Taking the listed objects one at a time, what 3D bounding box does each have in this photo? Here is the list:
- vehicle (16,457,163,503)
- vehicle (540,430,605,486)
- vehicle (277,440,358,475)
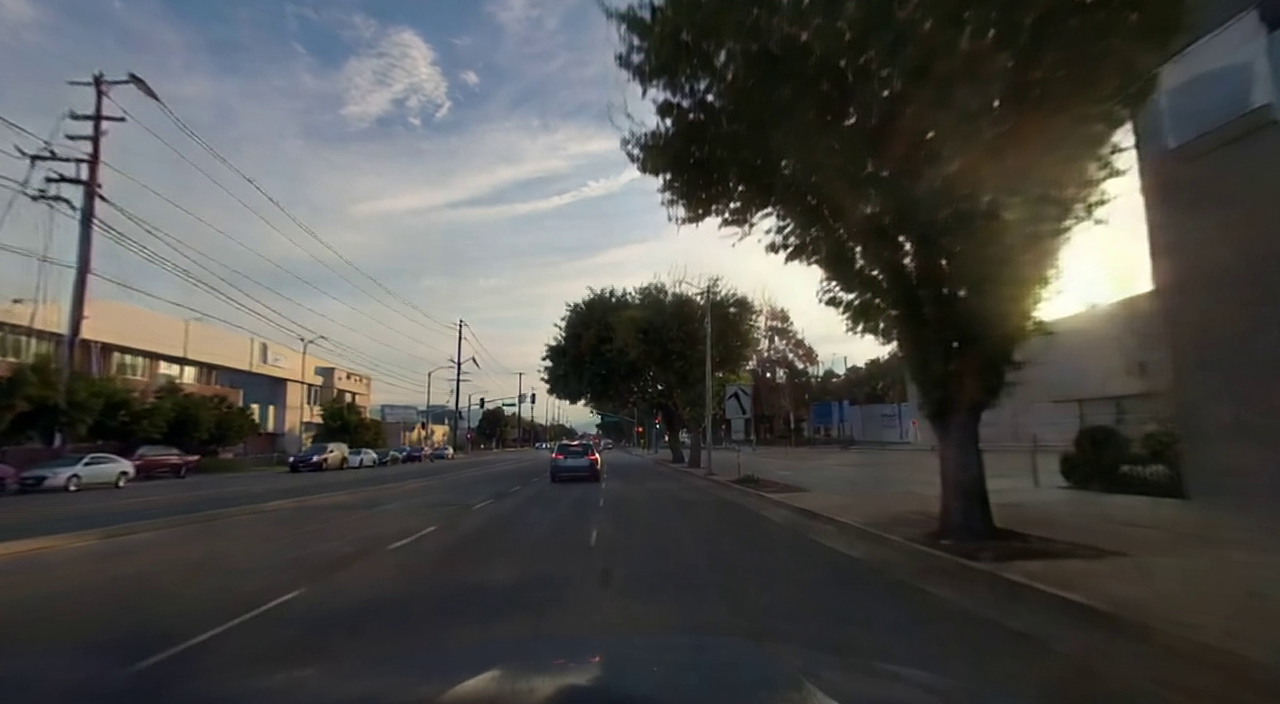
[{"bbox_3d":[-20.514,4.751,23.840,1.786,1.439,4.312,0,-8,-3],"label":"vehicle"},{"bbox_3d":[-2.290,3.710,22.389,2.022,1.757,4.041,0,-8,-3],"label":"vehicle"},{"bbox_3d":[-21.590,7.062,42.664,2.369,2.159,6.388,0,-8,-3],"label":"vehicle"}]
